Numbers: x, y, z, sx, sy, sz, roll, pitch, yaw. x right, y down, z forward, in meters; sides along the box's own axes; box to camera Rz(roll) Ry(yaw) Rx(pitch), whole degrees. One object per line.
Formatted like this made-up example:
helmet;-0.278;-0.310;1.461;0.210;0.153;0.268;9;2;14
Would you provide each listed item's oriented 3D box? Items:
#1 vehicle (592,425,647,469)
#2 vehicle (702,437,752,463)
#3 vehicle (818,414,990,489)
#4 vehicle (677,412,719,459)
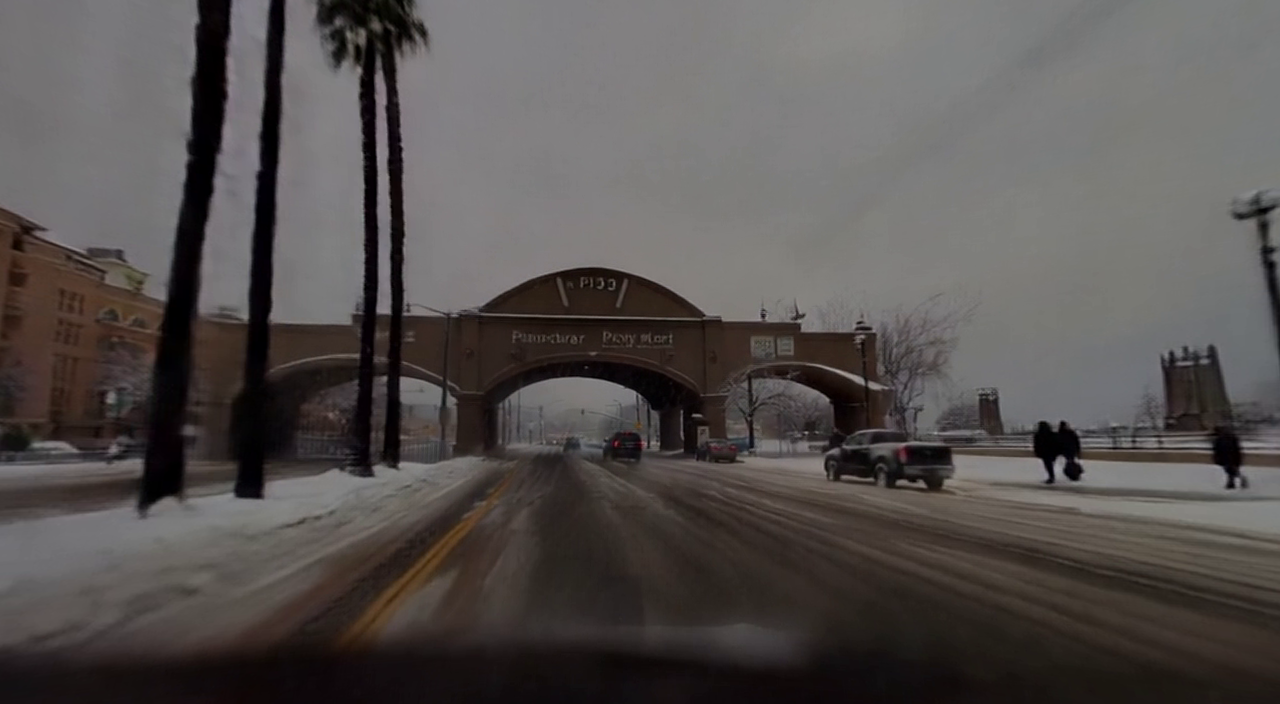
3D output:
vehicle;-1.196;4.913;32.723;2.284;2.010;6.670;1;-9;-7
vehicle;5.334;6.126;39.483;2.015;1.486;4.501;1;-9;-7
vehicle;7.999;3.129;20.066;2.417;2.030;5.711;1;-9;-7
vehicle;4.422;6.451;48.650;2.821;3.470;3.590;0;-9;-1
